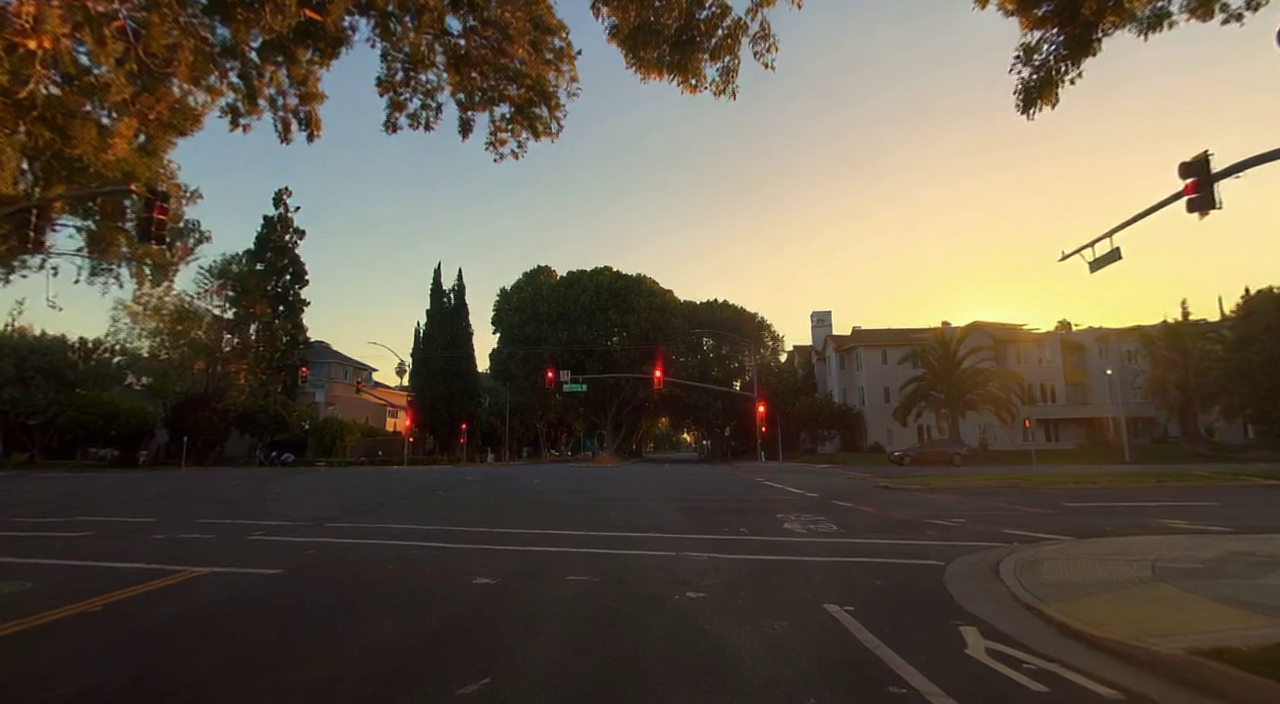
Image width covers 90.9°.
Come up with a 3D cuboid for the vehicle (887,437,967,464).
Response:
[{"bbox_3d":[16.115,5.560,35.567,3.952,1.468,1.768,-4,-9,22],"label":"vehicle"}]
